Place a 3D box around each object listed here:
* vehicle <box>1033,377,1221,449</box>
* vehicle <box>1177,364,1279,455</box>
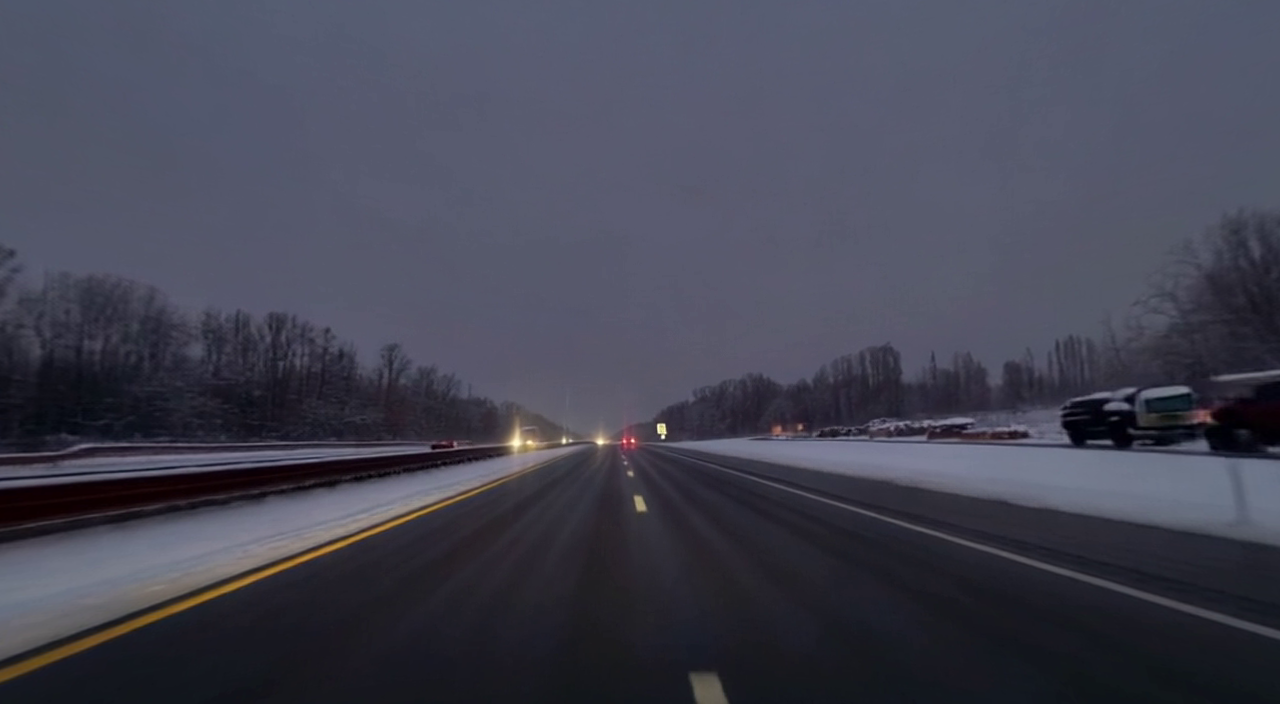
[{"bbox_3d":[35.817,4.984,47.992,3.267,4.400,17.445,-3,-8,10],"label":"vehicle"},{"bbox_3d":[31.824,2.406,28.034,3.114,4.328,18.495,-5,-8,12],"label":"vehicle"}]
